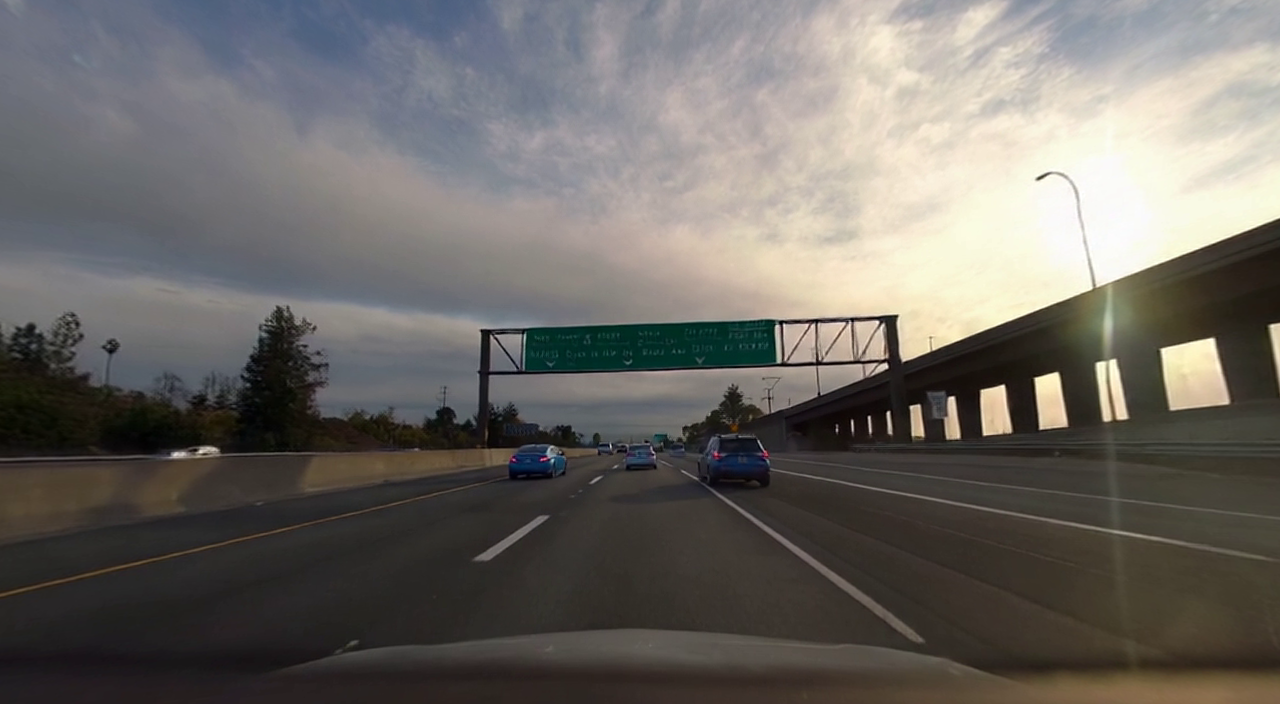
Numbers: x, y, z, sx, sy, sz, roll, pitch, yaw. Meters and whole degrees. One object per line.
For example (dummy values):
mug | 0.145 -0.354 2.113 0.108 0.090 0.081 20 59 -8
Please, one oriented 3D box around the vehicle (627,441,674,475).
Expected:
vehicle | 0.465 4.971 29.838 2.089 1.493 3.964 0 -8 0

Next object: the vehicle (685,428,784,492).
vehicle | 2.753 3.295 19.502 2.202 1.748 4.158 1 -8 -3

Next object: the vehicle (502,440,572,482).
vehicle | -3.956 4.275 24.910 2.031 1.491 4.145 0 -8 1
